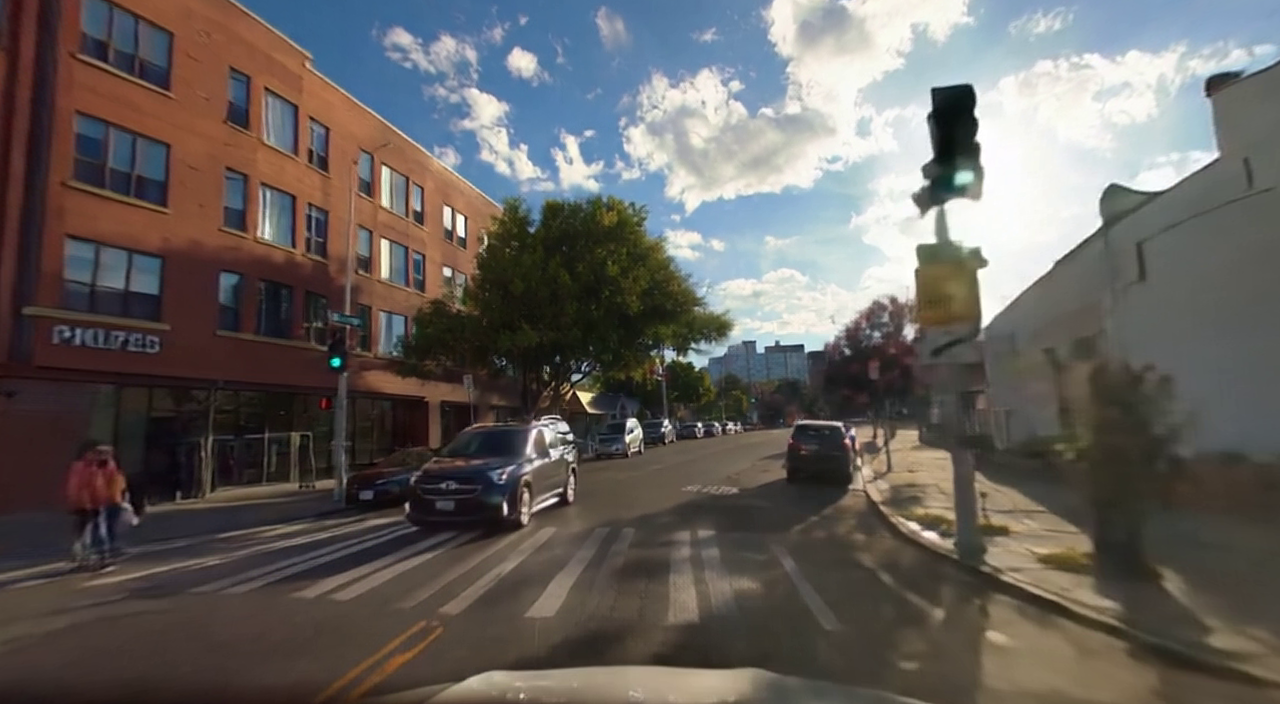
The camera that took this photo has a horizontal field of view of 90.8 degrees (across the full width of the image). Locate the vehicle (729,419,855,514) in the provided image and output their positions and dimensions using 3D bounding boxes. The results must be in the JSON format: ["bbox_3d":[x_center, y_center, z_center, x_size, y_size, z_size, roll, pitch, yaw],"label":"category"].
[{"bbox_3d":[3.146,2.174,12.395,1.892,1.481,4.365,-3,-9,19],"label":"vehicle"}]

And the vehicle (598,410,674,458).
[{"bbox_3d":[-0.077,4.286,33.600,2.260,2.136,5.669,-7,-7,17],"label":"vehicle"}]

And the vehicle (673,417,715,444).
[{"bbox_3d":[4.026,5.746,46.465,1.948,1.693,4.325,-6,-7,18],"label":"vehicle"}]

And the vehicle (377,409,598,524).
[{"bbox_3d":[-2.563,2.124,12.155,2.181,1.723,4.692,-3,-9,14],"label":"vehicle"}]
